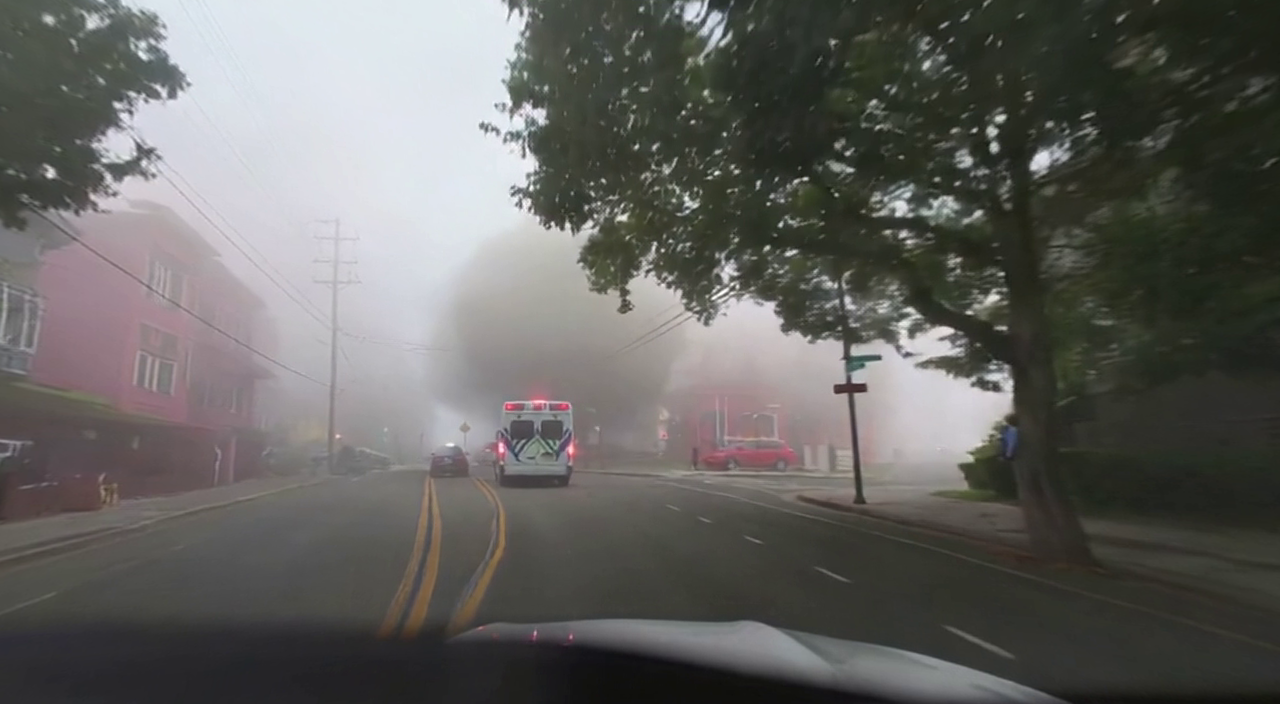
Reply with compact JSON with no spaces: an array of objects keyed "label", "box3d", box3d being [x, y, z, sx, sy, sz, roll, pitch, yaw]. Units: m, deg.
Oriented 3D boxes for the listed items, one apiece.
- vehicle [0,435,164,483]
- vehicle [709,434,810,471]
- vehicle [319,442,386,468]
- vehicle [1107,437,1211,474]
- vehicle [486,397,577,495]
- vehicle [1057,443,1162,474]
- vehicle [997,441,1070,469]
[{"label":"vehicle","box3d":[-23.497,4.377,25.749,5.910,1.681,2.579,1,-11,-16]},{"label":"vehicle","box3d":[6.754,5.739,36.261,5.270,1.966,2.329,-1,-8,0]},{"label":"vehicle","box3d":[-20.702,7.392,45.431,4.502,1.810,2.056,-5,-9,28]},{"label":"vehicle","box3d":[27.400,5.465,33.566,1.894,1.784,4.355,-1,-8,3]},{"label":"vehicle","box3d":[-3.512,2.932,19.974,2.444,2.640,5.482,1,-8,-12]},{"label":"vehicle","box3d":[24.840,5.639,33.700,1.861,1.470,4.867,-1,-8,0]},{"label":"vehicle","box3d":[25.033,6.517,40.386,1.899,1.635,4.603,-1,-8,4]}]
